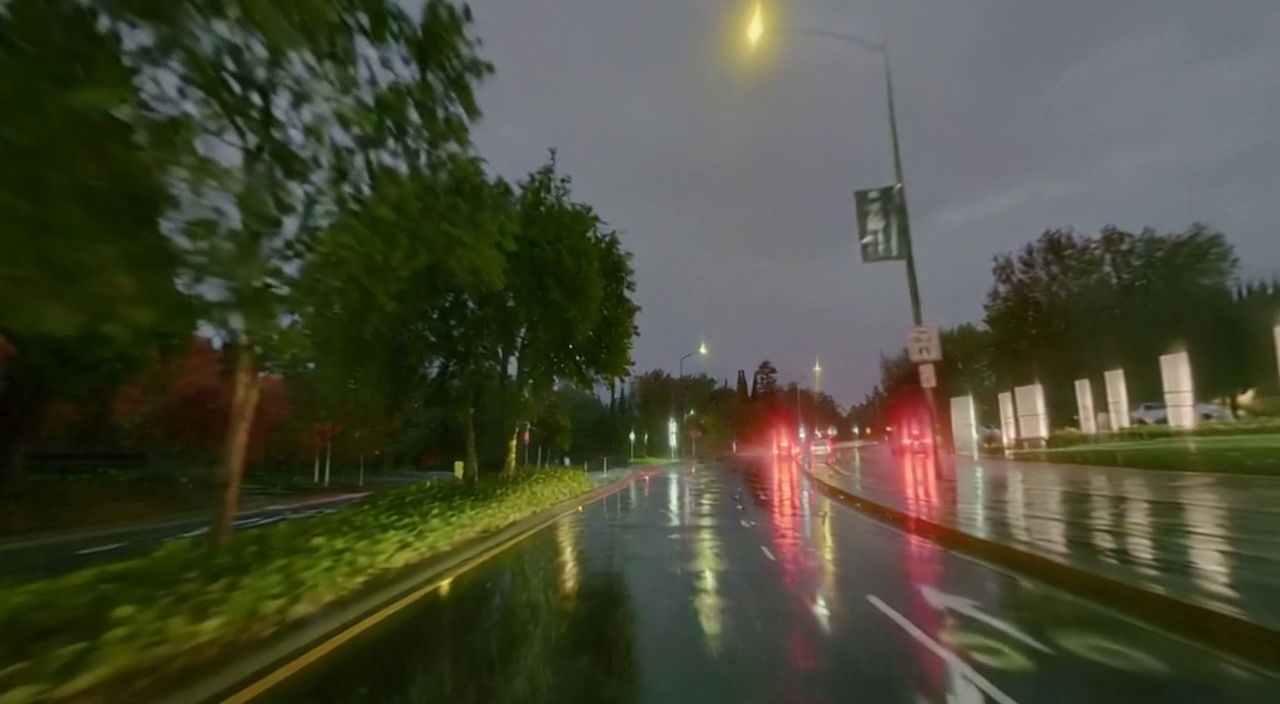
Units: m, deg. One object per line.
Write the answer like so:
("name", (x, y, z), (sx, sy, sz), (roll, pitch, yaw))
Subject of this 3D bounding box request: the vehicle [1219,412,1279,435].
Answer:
("vehicle", (41.153, 4.714, 41.580), (4.406, 1.461, 1.851), (1, -8, -6))

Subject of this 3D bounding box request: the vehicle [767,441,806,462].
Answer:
("vehicle", (11.037, 7.449, 47.430), (2.109, 1.490, 4.619), (-4, -9, 22))

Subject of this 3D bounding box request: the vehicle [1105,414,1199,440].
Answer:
("vehicle", (33.488, 4.942, 41.376), (4.615, 1.610, 2.040), (1, -9, -7))
